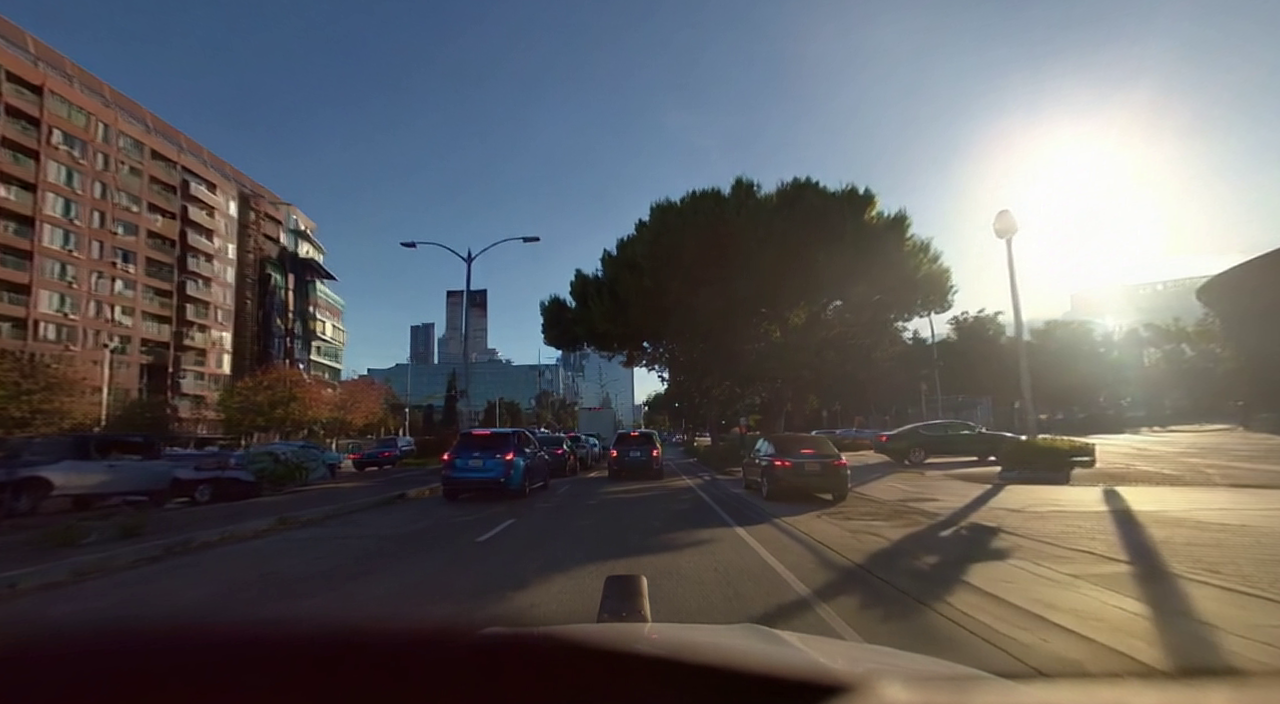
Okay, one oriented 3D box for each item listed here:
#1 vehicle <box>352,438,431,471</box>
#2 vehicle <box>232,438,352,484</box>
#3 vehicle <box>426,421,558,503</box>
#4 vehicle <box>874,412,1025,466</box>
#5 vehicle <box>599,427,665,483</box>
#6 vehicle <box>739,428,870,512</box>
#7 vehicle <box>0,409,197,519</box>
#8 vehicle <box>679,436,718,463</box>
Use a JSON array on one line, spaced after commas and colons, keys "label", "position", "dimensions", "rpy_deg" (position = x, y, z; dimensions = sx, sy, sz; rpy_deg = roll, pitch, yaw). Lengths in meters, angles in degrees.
[{"label": "vehicle", "position": [-12.180, 5.055, 31.136], "dimensions": [1.924, 1.511, 4.640], "rpy_deg": [0, -8, 1]}, {"label": "vehicle", "position": [-12.380, 3.889, 22.712], "dimensions": [1.843, 1.509, 4.301], "rpy_deg": [0, -8, 1]}, {"label": "vehicle", "position": [-3.399, 2.634, 15.428], "dimensions": [2.047, 1.710, 4.314], "rpy_deg": [0, -8, 2]}, {"label": "vehicle", "position": [12.420, 3.544, 25.460], "dimensions": [4.991, 1.978, 2.090], "rpy_deg": [-8, -12, 43]}, {"label": "vehicle", "position": [-0.201, 3.483, 21.484], "dimensions": [2.022, 1.700, 4.084], "rpy_deg": [0, -8, 1]}, {"label": "vehicle", "position": [3.411, 2.516, 13.824], "dimensions": [1.847, 1.554, 3.885], "rpy_deg": [0, -8, 1]}, {"label": "vehicle", "position": [-12.292, 2.243, 12.861], "dimensions": [2.245, 1.908, 5.613], "rpy_deg": [0, -8, 1]}, {"label": "vehicle", "position": [3.352, 5.678, 36.671], "dimensions": [1.948, 1.475, 4.093], "rpy_deg": [0, -8, 0]}]
